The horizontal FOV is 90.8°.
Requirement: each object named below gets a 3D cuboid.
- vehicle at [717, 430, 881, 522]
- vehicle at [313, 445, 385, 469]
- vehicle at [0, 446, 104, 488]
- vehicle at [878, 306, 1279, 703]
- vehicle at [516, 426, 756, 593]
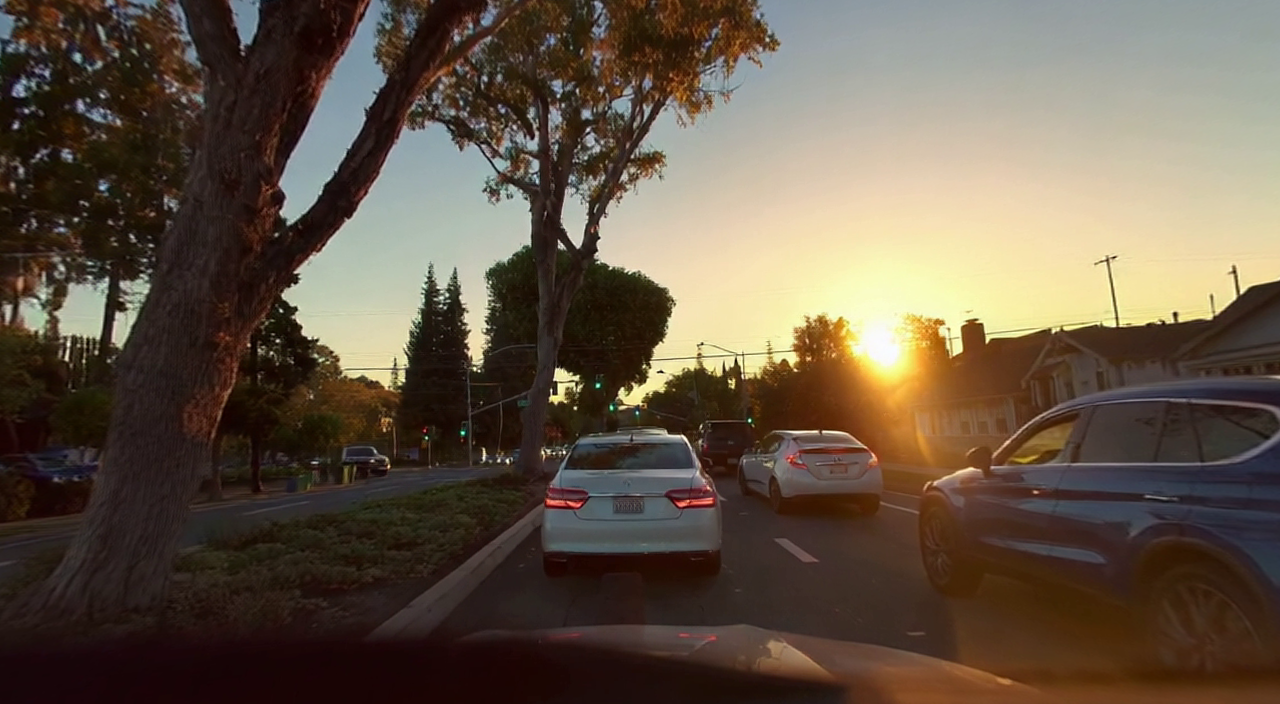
[{"bbox_3d":[2.956,2.422,12.928,1.971,1.517,4.521,0,-8,-3],"label":"vehicle"},{"bbox_3d":[-19.891,7.189,43.338,3.957,1.630,1.881,0,-8,0],"label":"vehicle"},{"bbox_3d":[-22.532,4.210,23.273,4.092,1.438,1.639,-1,-8,1],"label":"vehicle"},{"bbox_3d":[3.361,0.955,3.928,2.006,1.766,4.345,0,-8,0],"label":"vehicle"},{"bbox_3d":[-0.084,1.742,7.897,2.186,1.500,4.141,0,-8,-1],"label":"vehicle"}]
